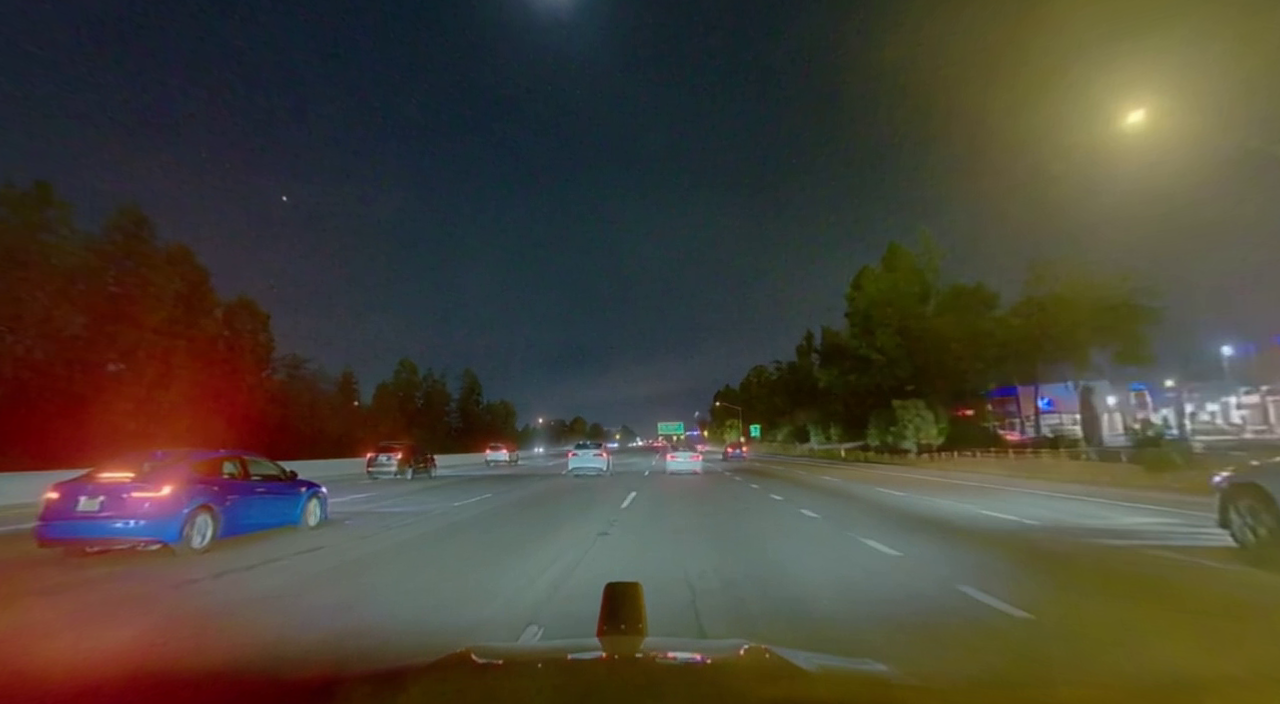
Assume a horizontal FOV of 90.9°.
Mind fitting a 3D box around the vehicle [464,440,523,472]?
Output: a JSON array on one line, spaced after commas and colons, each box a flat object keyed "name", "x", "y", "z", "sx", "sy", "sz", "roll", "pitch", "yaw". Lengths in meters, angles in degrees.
[{"name": "vehicle", "x": -8.920, "y": 6.359, "z": 38.849, "sx": 2.186, "sy": 1.851, "sz": 5.085, "roll": -1, "pitch": -8, "yaw": 3}]

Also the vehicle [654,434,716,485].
[{"name": "vehicle", "x": 1.605, "y": 4.023, "z": 23.943, "sx": 2.114, "sy": 1.715, "sz": 4.136, "roll": -1, "pitch": -8, "yaw": 1}]

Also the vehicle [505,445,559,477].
[{"name": "vehicle", "x": -5.432, "y": 5.510, "z": 32.164, "sx": 1.886, "sy": 1.455, "sz": 4.148, "roll": -1, "pitch": -8, "yaw": 2}]

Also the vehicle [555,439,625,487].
[{"name": "vehicle", "x": -1.773, "y": 4.097, "z": 23.714, "sx": 2.102, "sy": 1.624, "sz": 4.257, "roll": -1, "pitch": -8, "yaw": 3}]

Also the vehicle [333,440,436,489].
[{"name": "vehicle", "x": -9.561, "y": 4.225, "z": 24.042, "sx": 1.947, "sy": 1.683, "sz": 4.331, "roll": -1, "pitch": -8, "yaw": 3}]

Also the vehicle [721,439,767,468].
[{"name": "vehicle", "x": 6.545, "y": 6.414, "z": 40.059, "sx": 2.071, "sy": 1.754, "sz": 4.484, "roll": 0, "pitch": -8, "yaw": -1}]

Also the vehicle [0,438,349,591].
[{"name": "vehicle", "x": -6.224, "y": 1.948, "z": 8.606, "sx": 2.116, "sy": 1.473, "sz": 4.644, "roll": -1, "pitch": -8, "yaw": 2}]
